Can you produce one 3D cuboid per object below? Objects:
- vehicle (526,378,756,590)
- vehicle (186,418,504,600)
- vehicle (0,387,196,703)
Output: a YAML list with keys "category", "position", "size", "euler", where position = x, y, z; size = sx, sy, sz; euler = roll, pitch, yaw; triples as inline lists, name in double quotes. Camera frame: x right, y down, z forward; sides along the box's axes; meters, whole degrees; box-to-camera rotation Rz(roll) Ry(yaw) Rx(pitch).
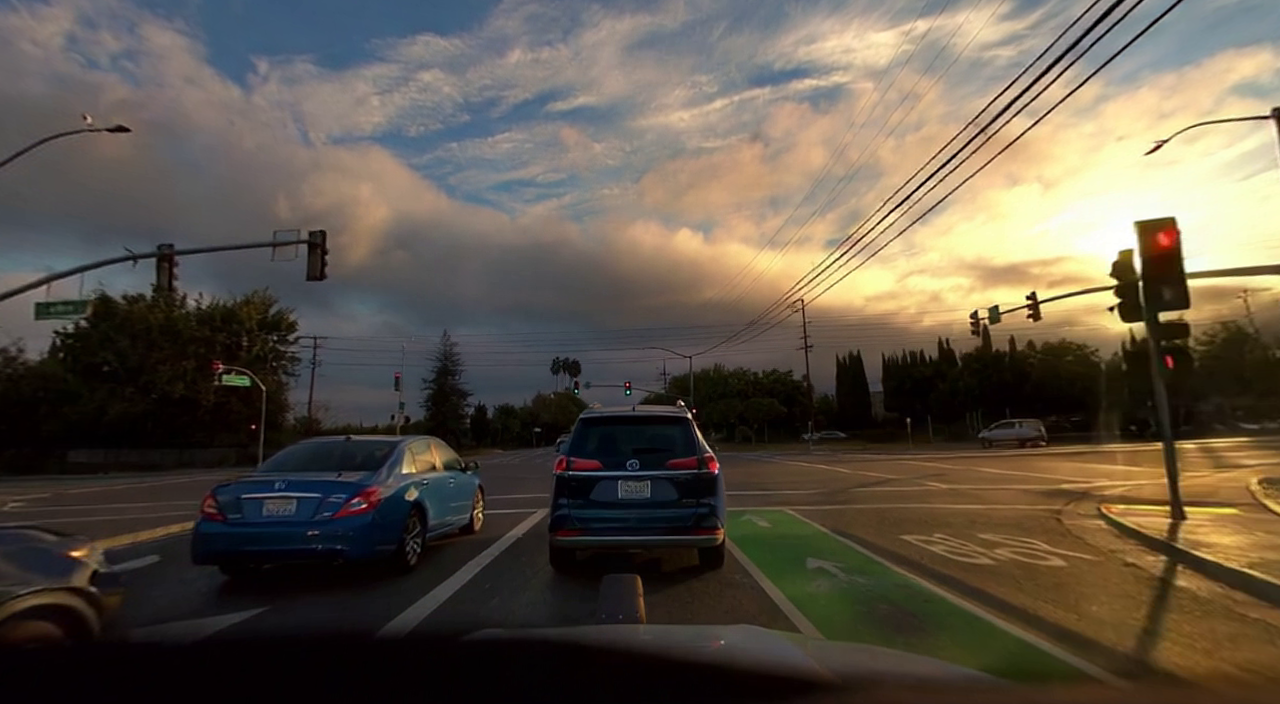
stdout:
- category: "vehicle"
  position: [-0.025, 1.589, 8.309]
  size: [2.036, 1.885, 5.196]
  euler: [0, -9, -1]
- category: "vehicle"
  position: [-2.908, 1.630, 7.305]
  size: [1.726, 1.506, 3.840]
  euler: [0, -9, 1]
- category: "vehicle"
  position: [-3.474, 0.662, 0.701]
  size: [2.138, 1.488, 5.327]
  euler: [0, -7, 0]
